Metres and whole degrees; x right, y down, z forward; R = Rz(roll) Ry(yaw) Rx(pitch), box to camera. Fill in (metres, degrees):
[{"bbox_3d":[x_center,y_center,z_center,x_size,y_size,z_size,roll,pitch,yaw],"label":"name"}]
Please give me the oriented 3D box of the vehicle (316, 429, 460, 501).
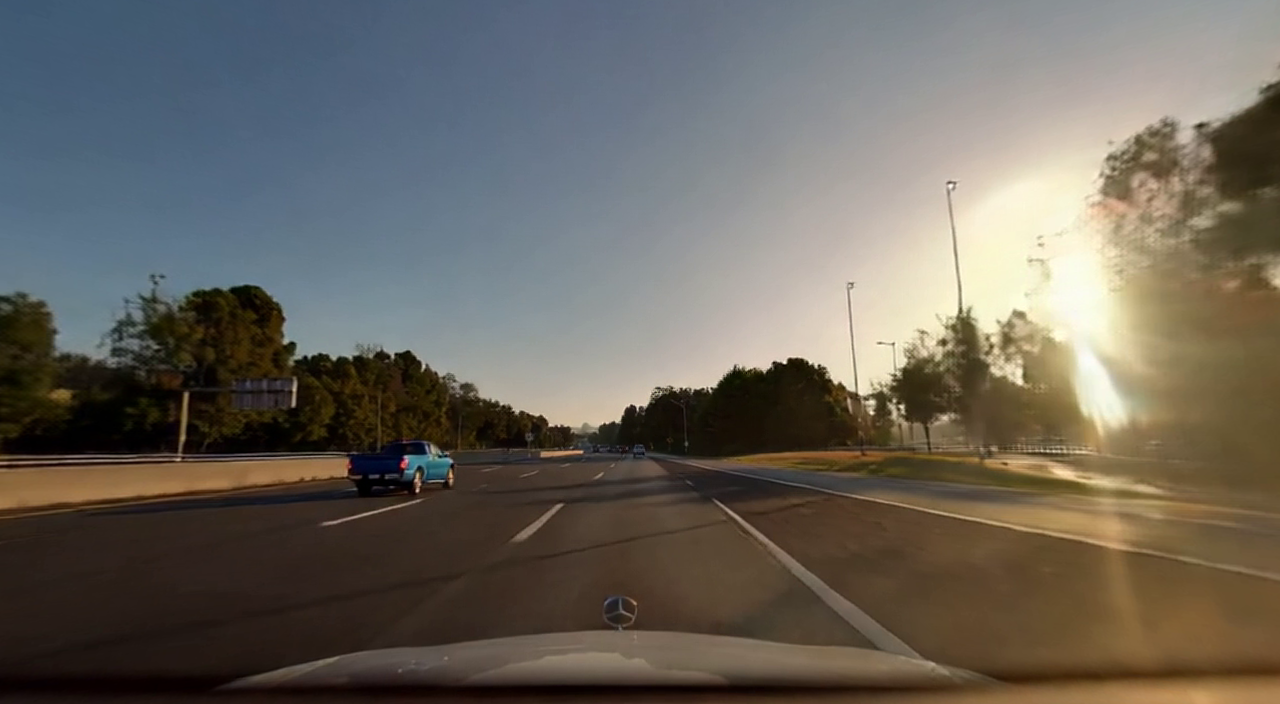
[{"bbox_3d":[-7.154,3.264,18.658,2.231,1.807,4.758,0,-9,1],"label":"vehicle"}]
